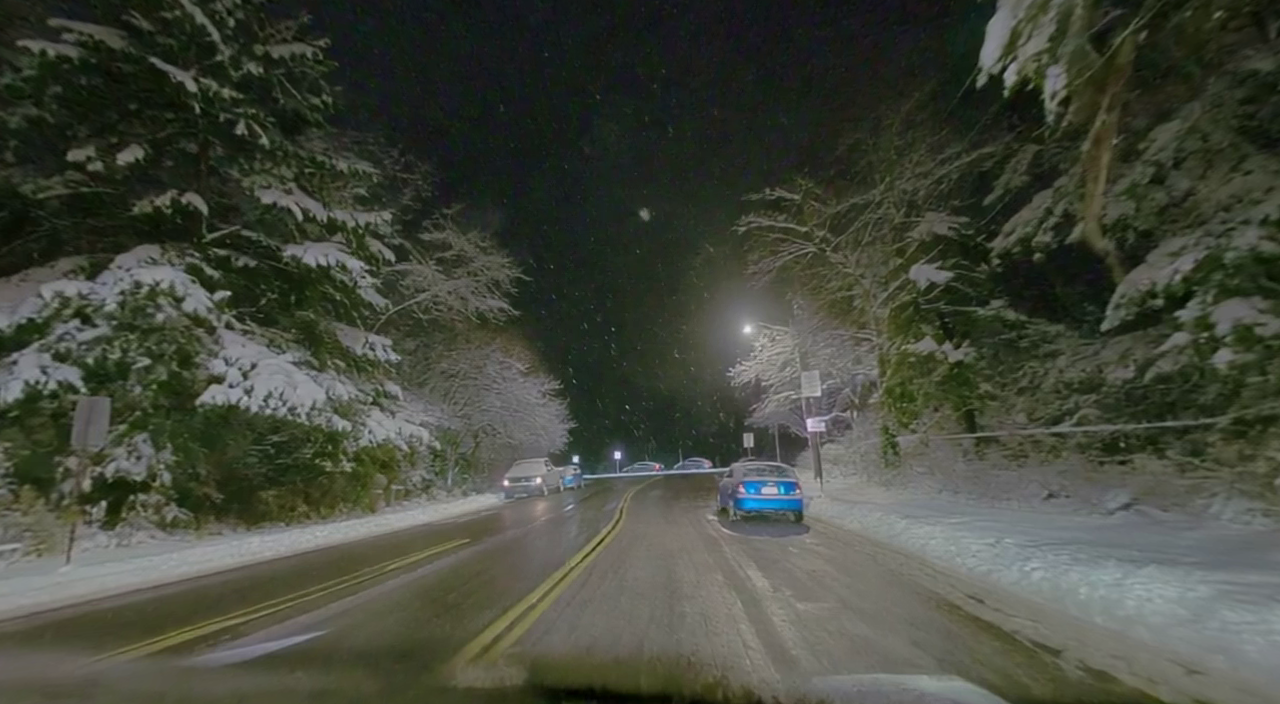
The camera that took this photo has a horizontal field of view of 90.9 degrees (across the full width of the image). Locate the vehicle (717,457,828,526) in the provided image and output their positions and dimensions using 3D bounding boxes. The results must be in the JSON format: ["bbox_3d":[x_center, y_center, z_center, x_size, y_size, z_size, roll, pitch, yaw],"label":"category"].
[{"bbox_3d":[3.246,3.517,16.431,2.033,1.424,4.560,-1,-9,2],"label":"vehicle"}]

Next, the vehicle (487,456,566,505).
[{"bbox_3d":[-5.630,6.520,32.178,2.583,2.167,5.667,-3,-11,4],"label":"vehicle"}]
